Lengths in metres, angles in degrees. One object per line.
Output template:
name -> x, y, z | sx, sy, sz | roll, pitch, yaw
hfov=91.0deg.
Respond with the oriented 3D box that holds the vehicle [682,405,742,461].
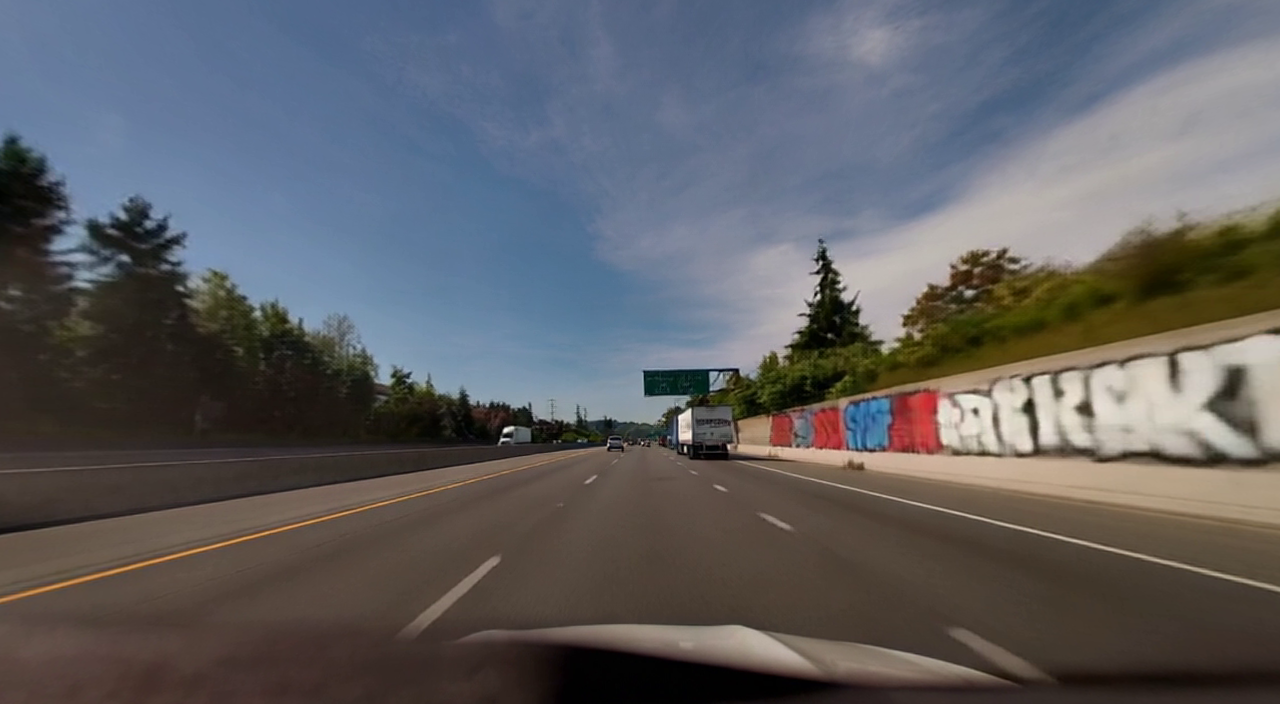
vehicle -> 4.835, 5.735, 44.344 | 2.949, 3.470, 10.539 | 0, -8, 0
